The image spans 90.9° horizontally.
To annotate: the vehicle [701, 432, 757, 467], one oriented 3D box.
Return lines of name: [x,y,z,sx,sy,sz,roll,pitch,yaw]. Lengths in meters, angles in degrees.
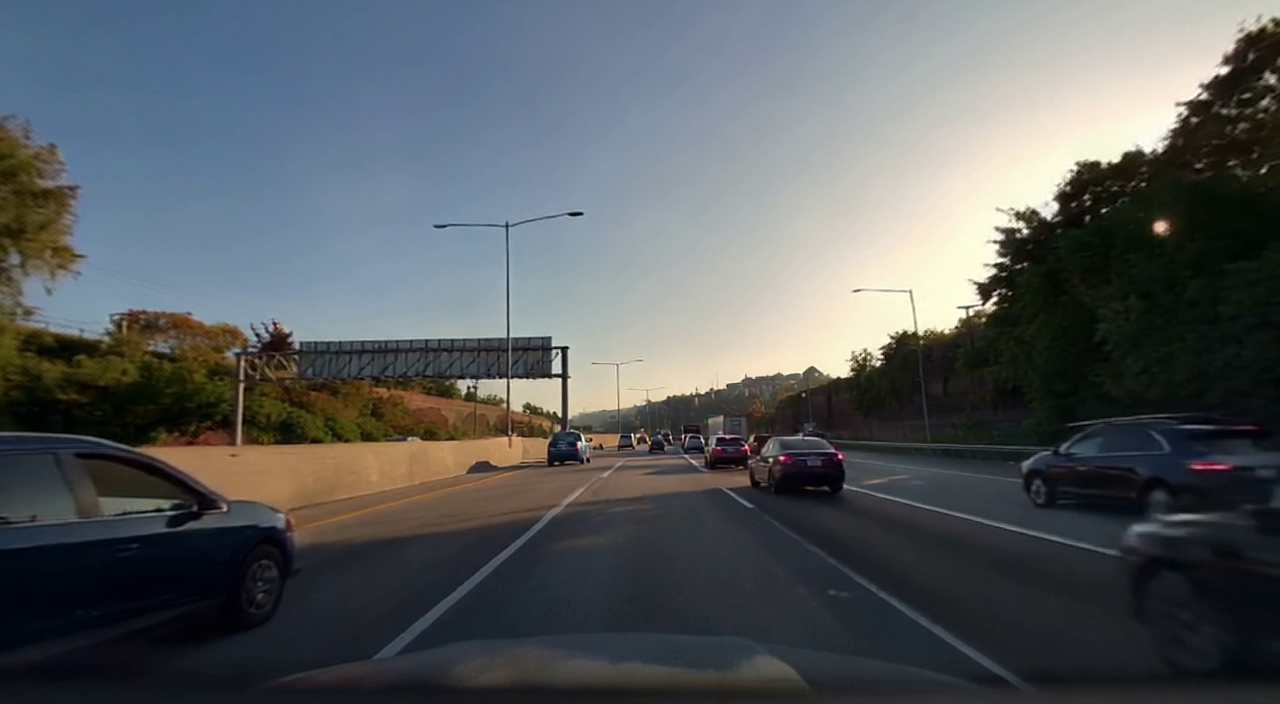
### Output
vehicle: [3.952,4.418,28.694,1.933,1.492,4.125,0,-8,0]

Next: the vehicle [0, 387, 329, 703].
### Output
vehicle: [-3.624,0.954,3.072,1.914,1.476,4.416,0,-8,1]

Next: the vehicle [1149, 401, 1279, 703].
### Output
vehicle: [3.984,0.748,1.302,2.088,1.491,4.549,0,-8,1]

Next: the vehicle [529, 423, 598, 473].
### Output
vehicle: [-2.854,3.691,24.456,2.006,1.741,4.277,0,-8,2]

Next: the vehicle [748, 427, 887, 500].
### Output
vehicle: [4.064,2.644,15.420,1.999,1.482,4.743,0,-8,0]
